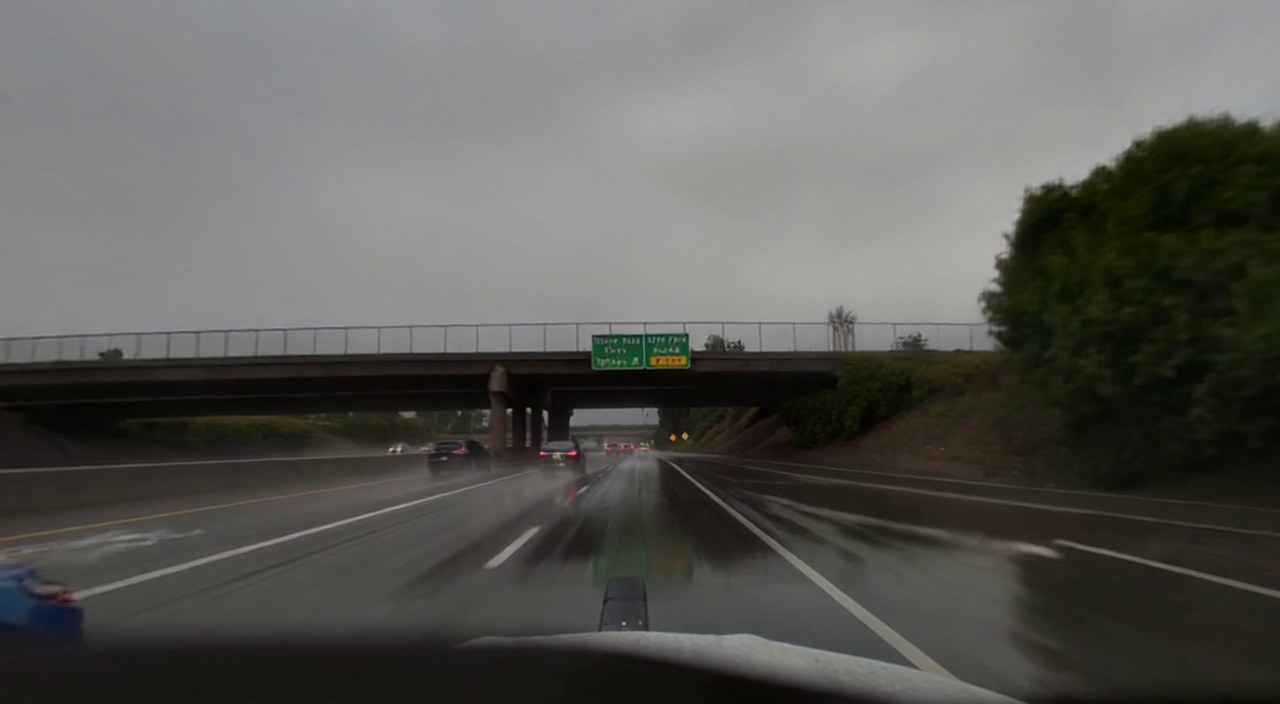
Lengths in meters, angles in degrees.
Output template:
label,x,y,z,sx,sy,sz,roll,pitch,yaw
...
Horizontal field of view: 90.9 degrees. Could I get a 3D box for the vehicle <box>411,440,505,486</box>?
label,x,y,z,sx,sy,sz,roll,pitch,yaw
vehicle,-6.776,4.181,24.135,2.069,1.551,4.830,0,-9,1

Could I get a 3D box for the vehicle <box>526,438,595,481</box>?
label,x,y,z,sx,sy,sz,roll,pitch,yaw
vehicle,-3.223,4.484,26.613,2.210,1.628,4.586,-1,-9,2
